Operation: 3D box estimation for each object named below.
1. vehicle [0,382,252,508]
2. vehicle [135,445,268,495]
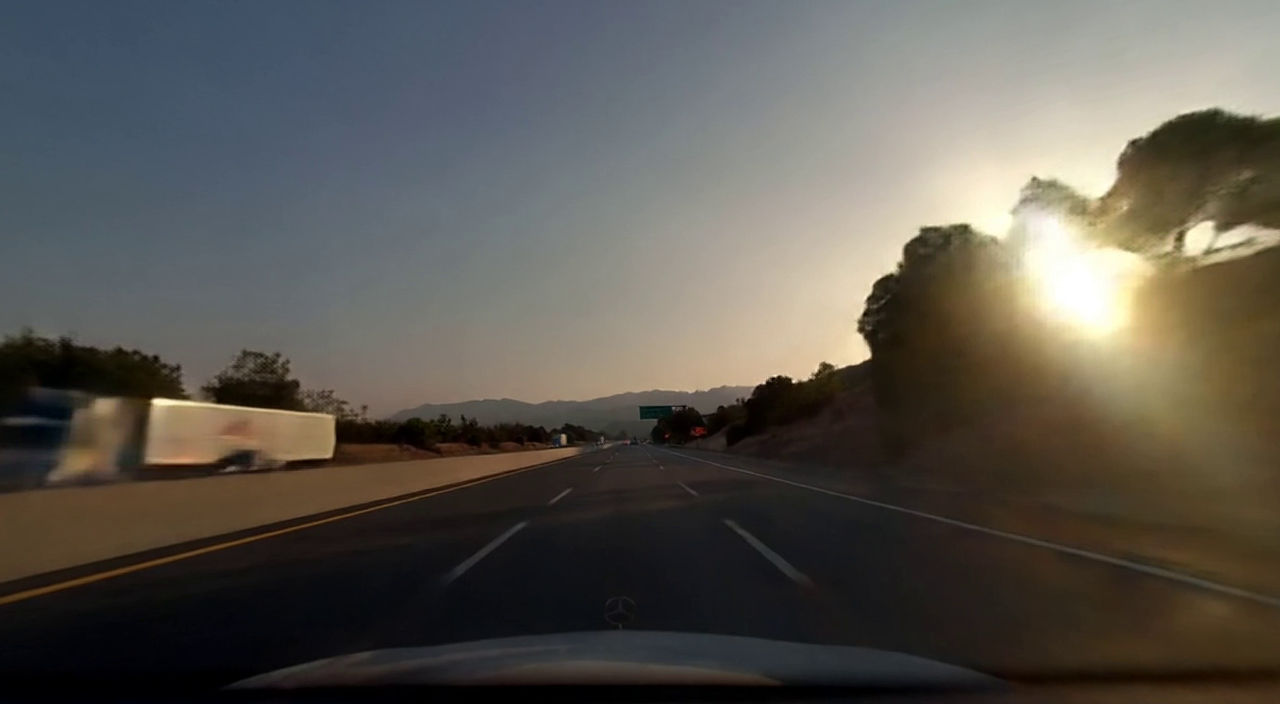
[{"bbox_3d":[-20.638,3.785,25.508,3.031,4.052,10.346,0,-9,-1],"label":"vehicle"},{"bbox_3d":[-16.548,4.442,23.950,1.918,1.709,4.258,-1,-9,1],"label":"vehicle"}]
